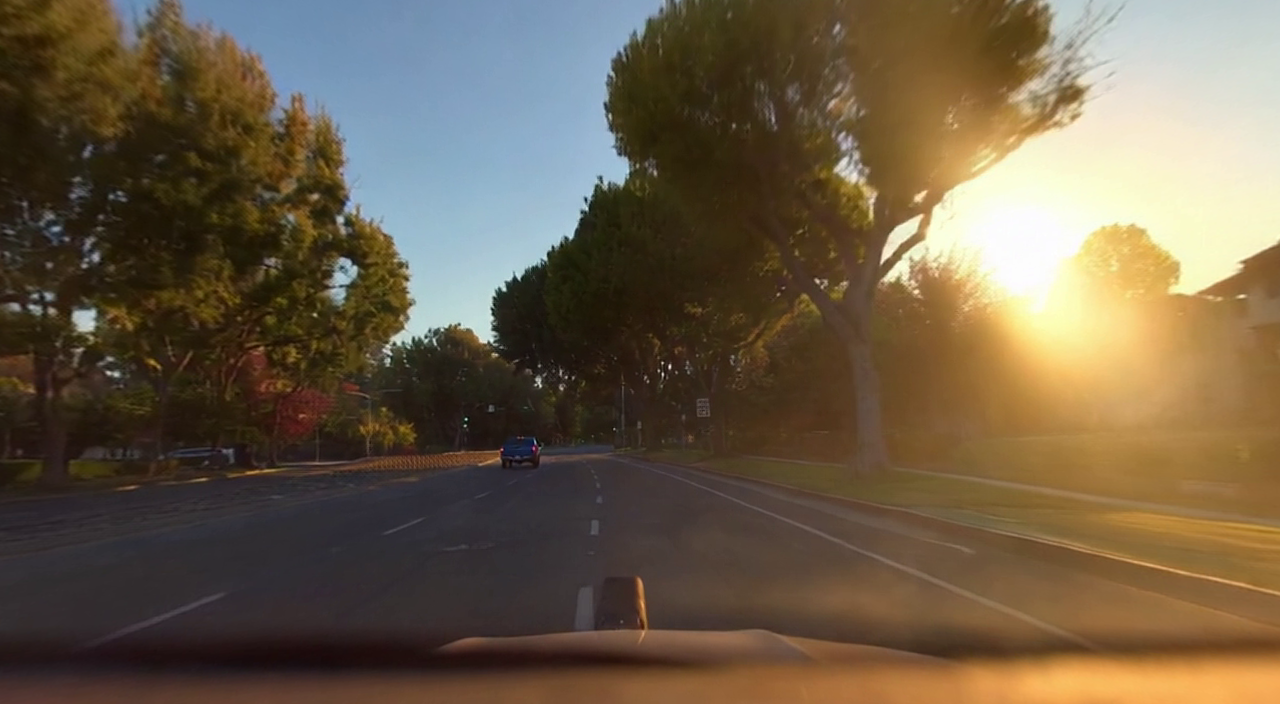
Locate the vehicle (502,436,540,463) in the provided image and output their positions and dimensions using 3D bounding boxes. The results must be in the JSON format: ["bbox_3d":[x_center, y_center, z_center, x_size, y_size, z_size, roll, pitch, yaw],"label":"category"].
[{"bbox_3d":[-8.809,7.317,47.369,2.267,1.849,6.402,1,-9,-6],"label":"vehicle"}]
